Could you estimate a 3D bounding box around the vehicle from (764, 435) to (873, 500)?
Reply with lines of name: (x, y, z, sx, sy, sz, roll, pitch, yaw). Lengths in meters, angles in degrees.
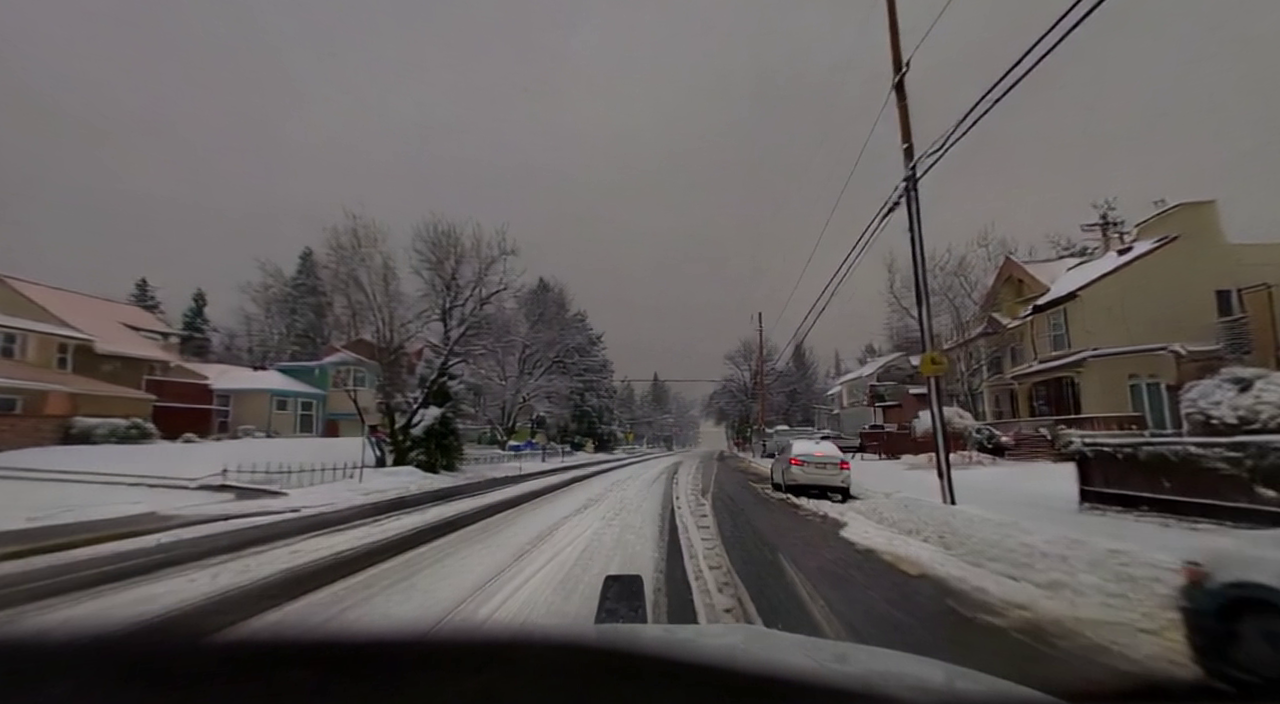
vehicle: (4.510, 2.955, 16.557, 1.947, 1.479, 3.743, -1, -9, 3)

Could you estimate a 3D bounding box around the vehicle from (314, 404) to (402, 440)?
vehicle: (-15.592, 3.843, 34.960, 4.054, 1.565, 1.719, -4, 1, 8)

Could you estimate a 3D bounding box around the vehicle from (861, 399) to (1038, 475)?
vehicle: (9.704, 2.749, 20.179, 4.387, 1.812, 2.018, -7, -10, 5)

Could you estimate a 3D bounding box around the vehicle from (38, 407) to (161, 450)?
vehicle: (-26.510, 3.706, 31.221, 1.861, 1.795, 4.302, 2, -4, 10)

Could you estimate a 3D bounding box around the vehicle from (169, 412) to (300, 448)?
vehicle: (-17.433, 3.407, 27.279, 4.407, 1.478, 1.973, -1, -9, 7)

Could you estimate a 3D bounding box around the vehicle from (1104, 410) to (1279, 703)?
vehicle: (3.262, 0.790, 1.393, 1.665, 1.425, 3.727, 0, -9, 1)
